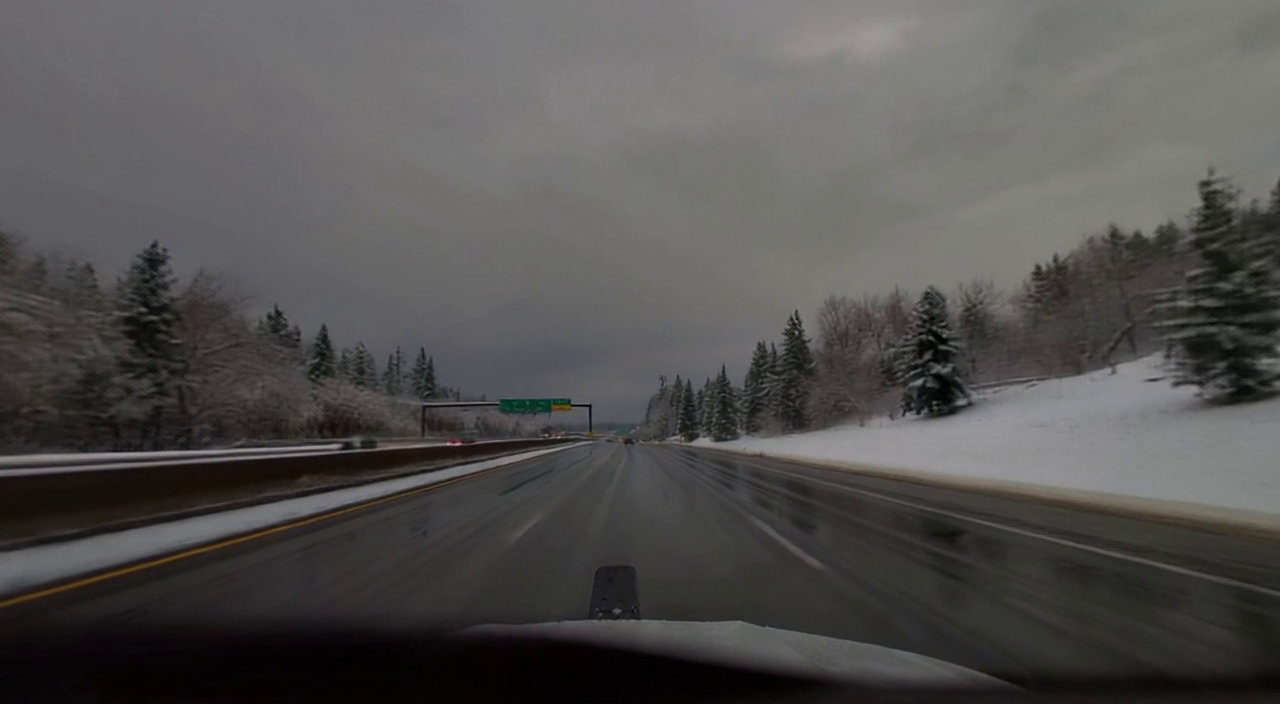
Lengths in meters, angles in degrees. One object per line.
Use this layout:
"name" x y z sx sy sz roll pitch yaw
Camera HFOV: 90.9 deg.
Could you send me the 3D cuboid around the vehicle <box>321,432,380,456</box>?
"vehicle" -18.864 6.039 41.309 1.872 1.469 4.419 0 -8 -2
